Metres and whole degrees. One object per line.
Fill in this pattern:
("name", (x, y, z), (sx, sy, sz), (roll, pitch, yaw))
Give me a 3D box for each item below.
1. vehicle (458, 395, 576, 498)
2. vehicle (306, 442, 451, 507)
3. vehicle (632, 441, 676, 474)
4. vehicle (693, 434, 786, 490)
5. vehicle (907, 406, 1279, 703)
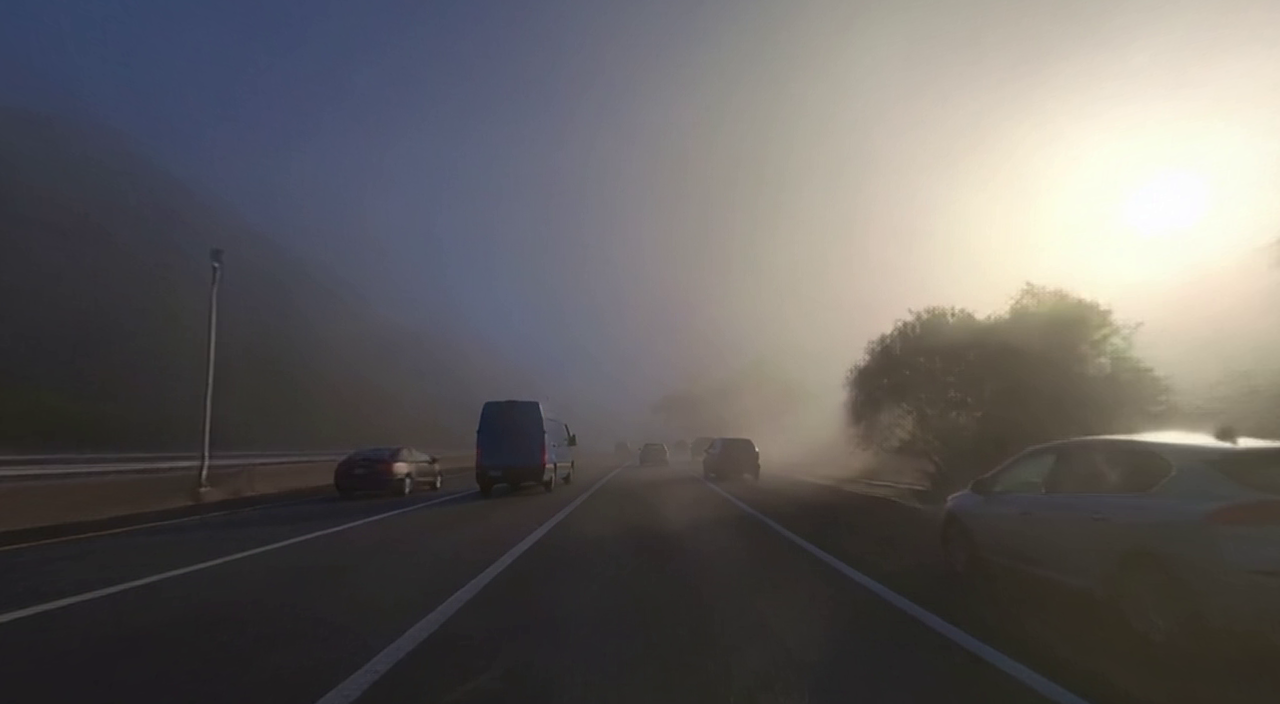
("vehicle", (-3.488, 2.886, 19.360), (2.396, 2.664, 5.735), (0, -9, 0))
("vehicle", (-6.786, 3.201, 17.002), (1.964, 1.487, 4.417), (0, -9, 1))
("vehicle", (0.660, 5.306, 31.891), (2.054, 1.504, 3.890), (0, -9, 0))
("vehicle", (3.189, 3.636, 21.224), (2.270, 1.660, 4.101), (0, -9, -3))
("vehicle", (3.946, 1.243, 4.531), (2.050, 1.491, 4.362), (0, -9, -1))
